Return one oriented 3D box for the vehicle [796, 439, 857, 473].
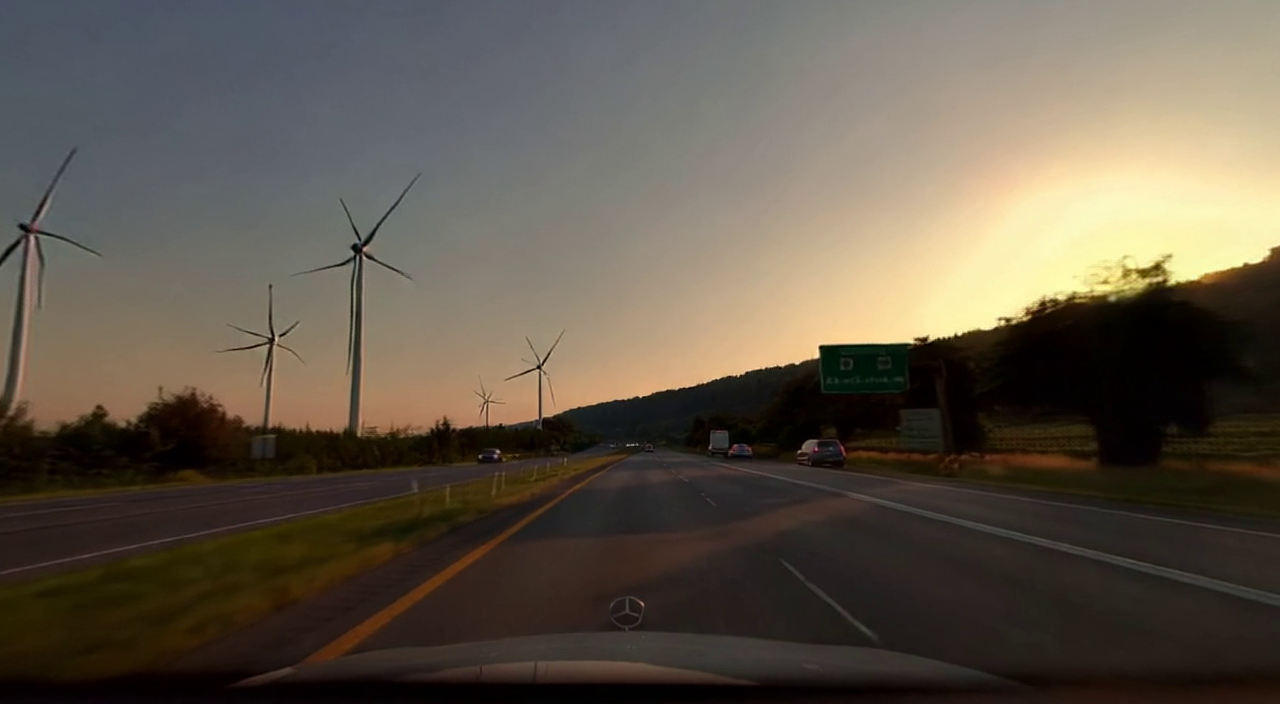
[{"bbox_3d":[9.957,5.574,34.008,1.897,1.669,4.825,0,-9,1],"label":"vehicle"}]
